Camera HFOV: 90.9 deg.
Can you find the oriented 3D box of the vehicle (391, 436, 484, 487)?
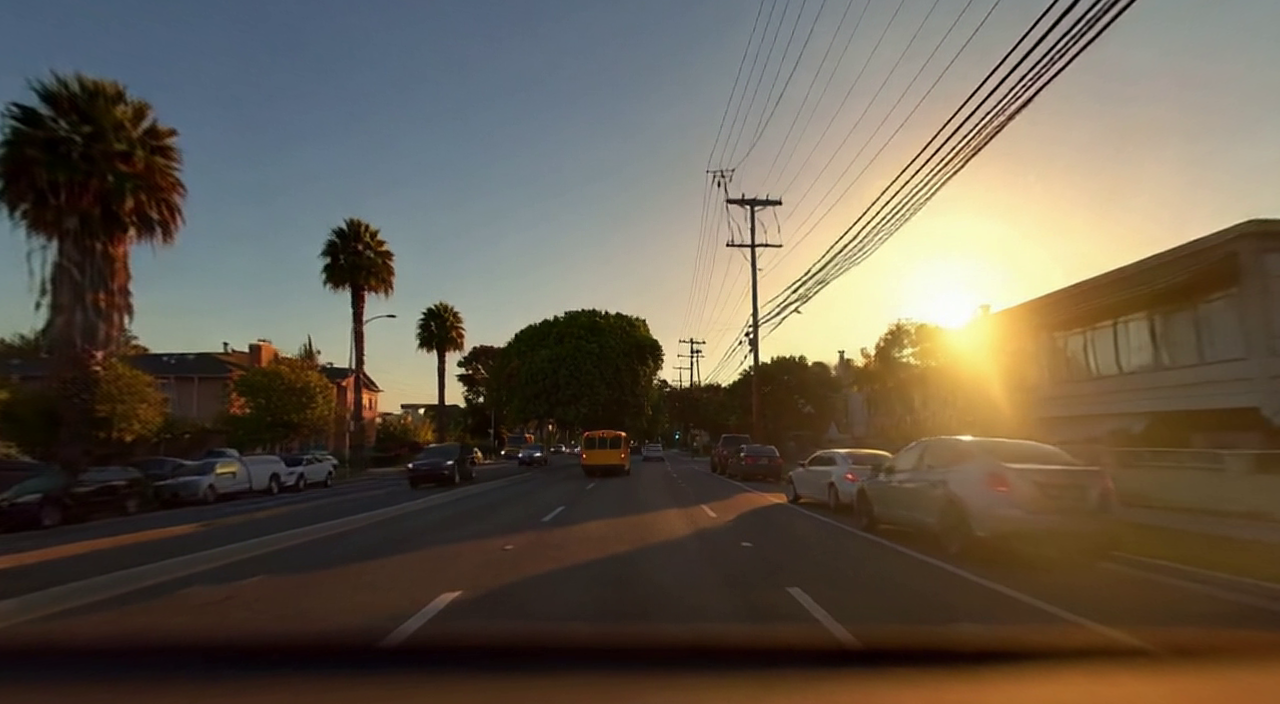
[{"bbox_3d":[-7.887,4.289,25.133,2.096,1.798,4.831,0,-8,0],"label":"vehicle"}]

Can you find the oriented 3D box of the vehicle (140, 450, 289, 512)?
[{"bbox_3d":[-14.193,4.283,21.443,2.041,1.643,4.665,-6,-9,-3],"label":"vehicle"}]

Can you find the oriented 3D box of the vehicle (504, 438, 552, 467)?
[{"bbox_3d":[-8.498,7.657,48.404,2.653,1.964,5.699,-3,-8,0],"label":"vehicle"}]

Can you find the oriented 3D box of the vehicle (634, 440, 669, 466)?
[{"bbox_3d":[0.738,6.302,39.407,2.063,1.495,3.849,0,-8,2],"label":"vehicle"}]

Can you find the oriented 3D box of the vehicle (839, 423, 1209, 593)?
[{"bbox_3d":[4.202,1.741,7.952,1.946,1.530,4.240,0,-8,-1],"label":"vehicle"}]

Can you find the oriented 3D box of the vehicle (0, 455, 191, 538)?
[{"bbox_3d":[-13.671,3.438,15.538,1.979,1.509,4.763,-3,-7,-4],"label":"vehicle"}]

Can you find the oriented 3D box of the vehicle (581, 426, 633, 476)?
[{"bbox_3d":[-1.476,4.455,28.593,2.168,2.040,4.527,0,-8,-2],"label":"vehicle"}]

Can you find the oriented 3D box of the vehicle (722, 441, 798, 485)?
[{"bbox_3d":[4.342,4.077,23.636,1.838,1.458,4.750,0,-8,-1],"label":"vehicle"}]
